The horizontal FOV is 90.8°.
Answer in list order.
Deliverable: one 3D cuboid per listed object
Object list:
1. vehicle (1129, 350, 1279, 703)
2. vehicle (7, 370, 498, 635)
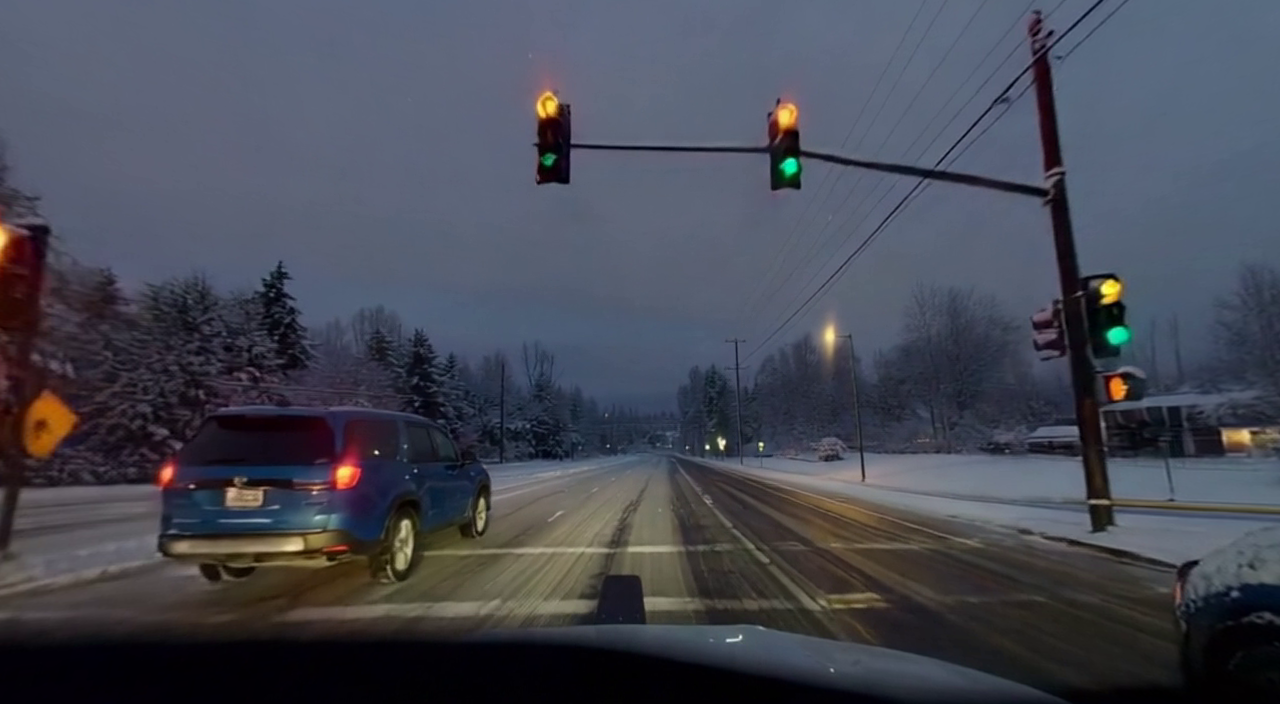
[{"bbox_3d":[3.569,0.632,1.031,2.056,1.703,4.305,0,-8,0],"label":"vehicle"},{"bbox_3d":[-3.522,1.519,7.514,2.374,1.985,5.391,0,-8,0],"label":"vehicle"}]
